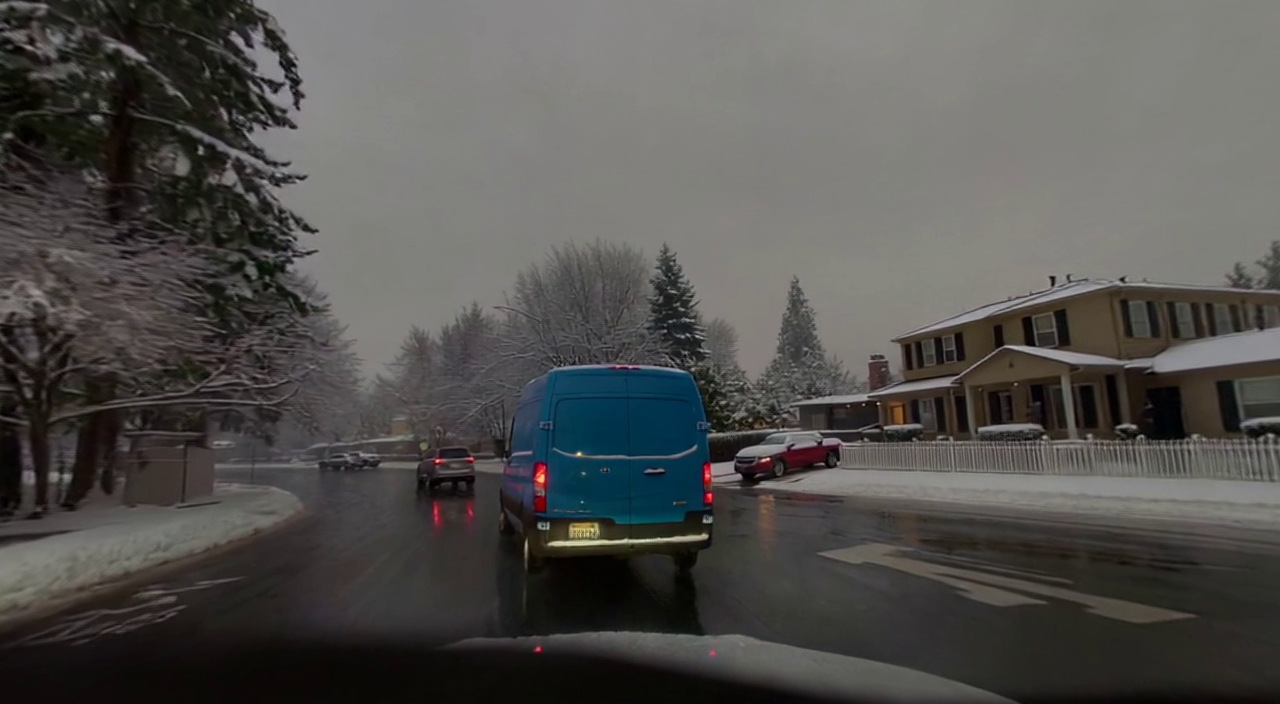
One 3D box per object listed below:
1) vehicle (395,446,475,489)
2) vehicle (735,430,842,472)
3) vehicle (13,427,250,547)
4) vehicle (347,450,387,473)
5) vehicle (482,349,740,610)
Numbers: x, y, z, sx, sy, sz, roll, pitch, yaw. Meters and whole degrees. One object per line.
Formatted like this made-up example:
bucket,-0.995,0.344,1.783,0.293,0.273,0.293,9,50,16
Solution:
vehicle,-7.885,4.320,24.007,2.008,1.445,4.386,5,-10,-29
vehicle,6.746,4.469,28.575,4.559,1.754,1.985,5,-10,-31
vehicle,-9.875,2.581,12.978,2.228,1.871,5.492,3,-9,-22
vehicle,-19.270,7.648,44.462,1.911,1.493,4.291,5,-10,-31
vehicle,-0.768,1.411,7.803,2.213,2.124,4.809,2,-9,-14
